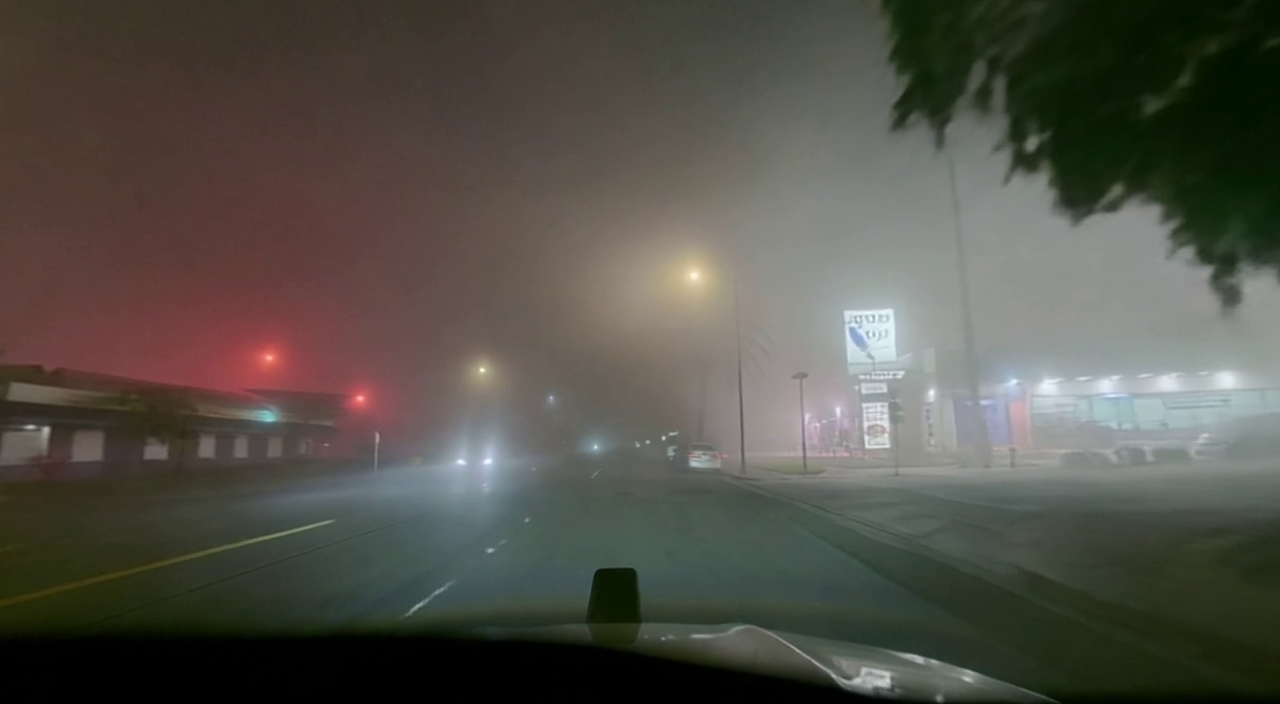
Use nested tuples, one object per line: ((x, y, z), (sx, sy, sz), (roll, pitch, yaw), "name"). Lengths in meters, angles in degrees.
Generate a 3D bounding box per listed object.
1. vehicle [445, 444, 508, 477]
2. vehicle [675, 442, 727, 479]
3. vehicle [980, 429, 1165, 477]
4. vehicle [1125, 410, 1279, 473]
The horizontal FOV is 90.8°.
((-7.862, 5.251, 30.739), (1.923, 1.485, 4.186), (0, -9, 0), "vehicle")
((2.815, 5.136, 30.169), (2.046, 1.588, 4.508), (0, -9, 0), "vehicle")
((14.674, 3.462, 21.668), (4.793, 1.537, 2.105), (0, -8, -1), "vehicle")
((20.263, 3.080, 21.720), (5.214, 2.017, 2.220), (0, -8, 1), "vehicle")
